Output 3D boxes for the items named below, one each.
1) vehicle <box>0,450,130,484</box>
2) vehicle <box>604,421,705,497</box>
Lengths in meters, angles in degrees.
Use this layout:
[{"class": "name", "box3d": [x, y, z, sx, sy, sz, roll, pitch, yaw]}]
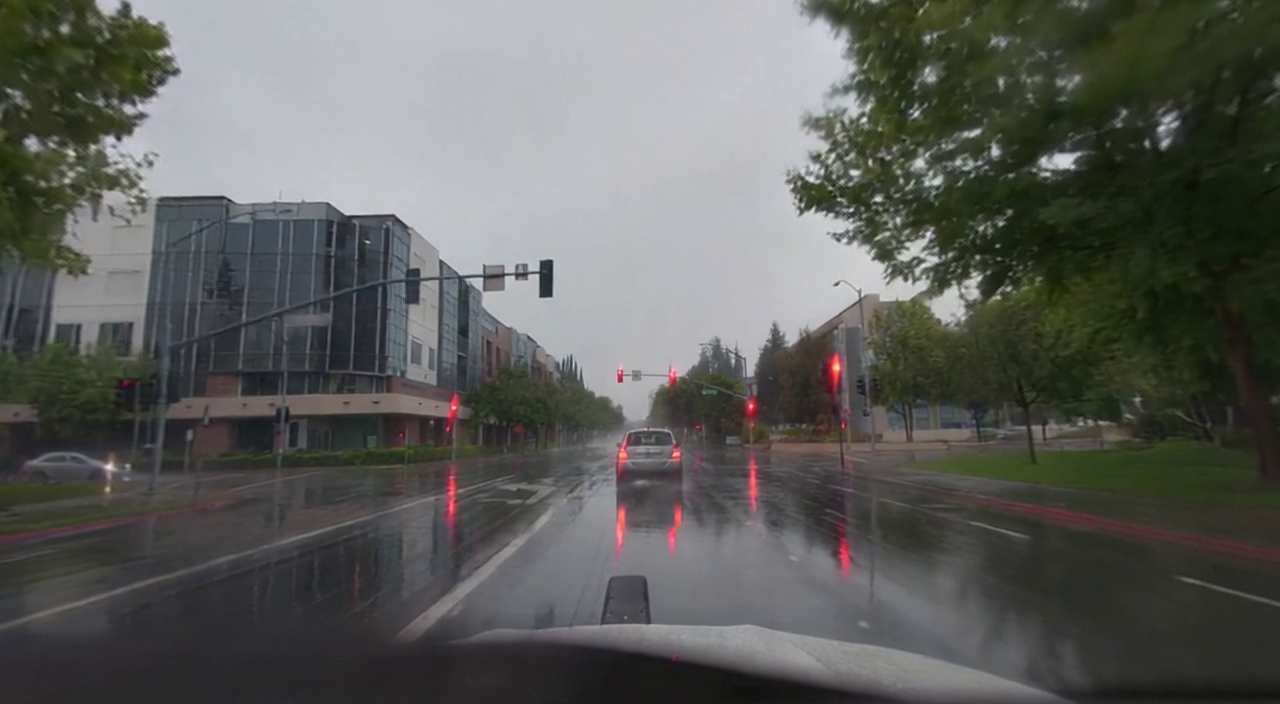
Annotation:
[{"class": "vehicle", "box3d": [-27.254, 5.422, 29.810, 4.494, 1.475, 1.893, 0, -8, -1]}, {"class": "vehicle", "box3d": [0.309, 2.603, 15.774, 2.184, 1.640, 4.086, 0, -8, 0]}]
